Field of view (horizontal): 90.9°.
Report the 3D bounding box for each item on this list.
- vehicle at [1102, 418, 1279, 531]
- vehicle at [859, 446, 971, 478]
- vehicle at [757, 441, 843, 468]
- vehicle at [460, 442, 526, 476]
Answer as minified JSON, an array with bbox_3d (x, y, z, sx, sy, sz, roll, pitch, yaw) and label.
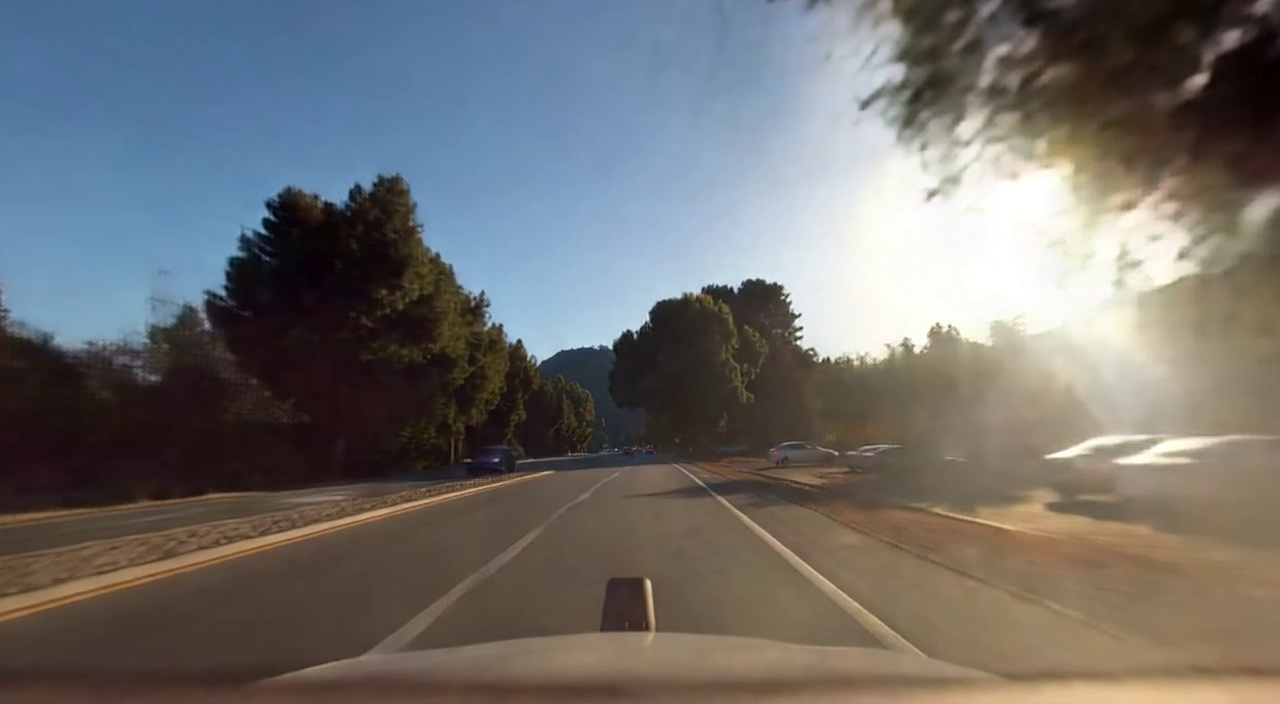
[{"bbox_3d":[10.896,2.015,10.674,4.493,1.705,2.034,0,-9,0],"label":"vehicle"},{"bbox_3d":[13.083,5.222,30.161,4.438,1.444,1.900,0,-9,0],"label":"vehicle"},{"bbox_3d":[10.676,6.852,42.344,5.118,1.701,2.175,0,-9,-2],"label":"vehicle"},{"bbox_3d":[-8.392,6.160,36.618,2.401,1.807,4.960,-1,-9,3],"label":"vehicle"}]
